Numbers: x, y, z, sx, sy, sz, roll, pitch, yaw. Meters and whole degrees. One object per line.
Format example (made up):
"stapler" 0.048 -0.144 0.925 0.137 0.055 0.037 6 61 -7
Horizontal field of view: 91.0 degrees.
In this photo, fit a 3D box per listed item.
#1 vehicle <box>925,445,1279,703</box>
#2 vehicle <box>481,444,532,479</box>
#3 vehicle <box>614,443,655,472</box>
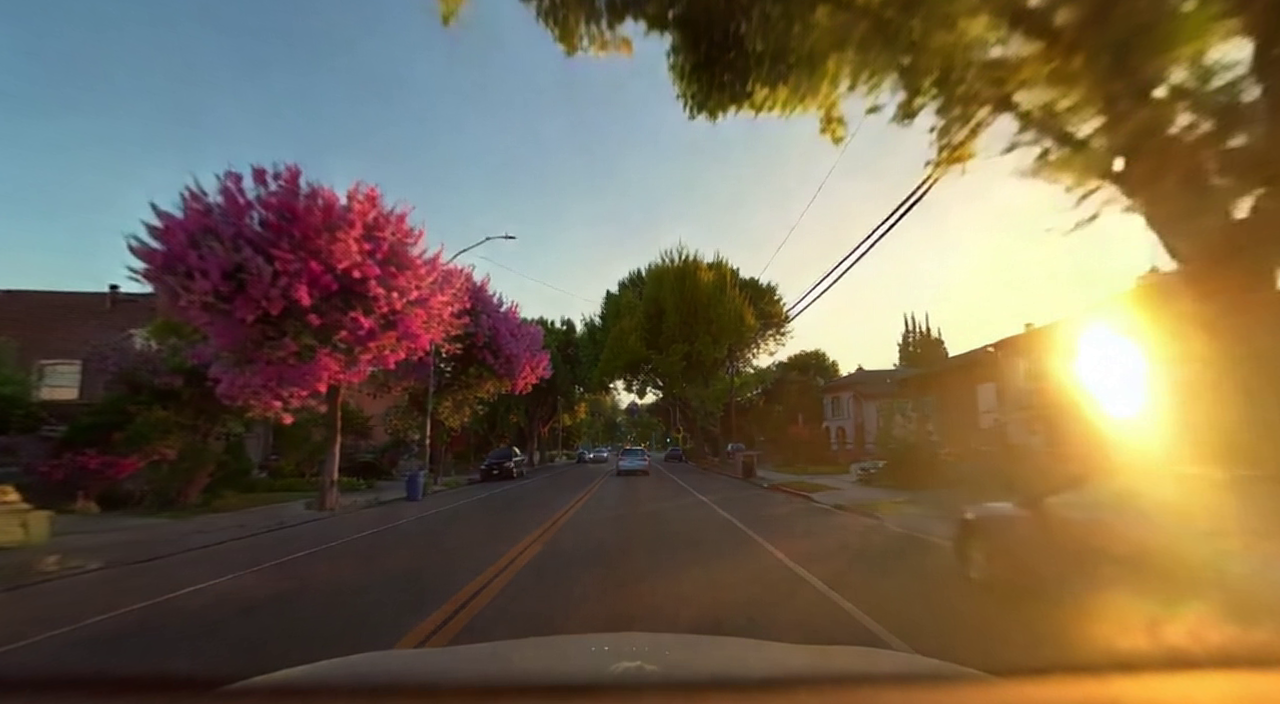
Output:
"vehicle" 4.445 1.482 4.941 1.977 1.481 5.155 0 -8 0
"vehicle" -7.729 6.390 36.765 2.022 1.795 4.337 -3 -10 0
"vehicle" -0.330 5.730 34.481 2.104 1.500 3.815 0 -8 -1
